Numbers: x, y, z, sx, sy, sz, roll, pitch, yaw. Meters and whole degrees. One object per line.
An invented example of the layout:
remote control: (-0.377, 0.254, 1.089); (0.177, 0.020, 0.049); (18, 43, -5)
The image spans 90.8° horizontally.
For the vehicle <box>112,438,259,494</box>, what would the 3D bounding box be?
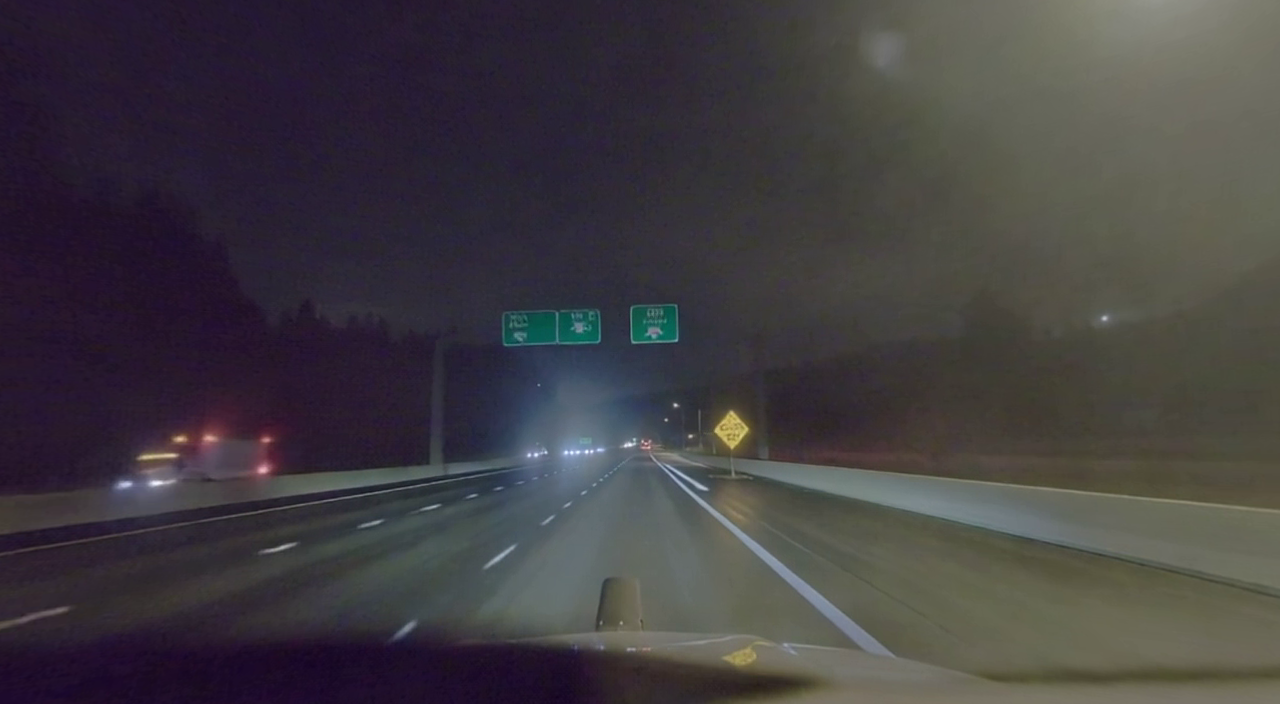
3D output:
vehicle: (-22.754, 5.700, 32.133); (2.341, 2.516, 6.817); (0, -9, 0)

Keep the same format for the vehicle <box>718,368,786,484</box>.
vehicle: (4.109, 2.859, 23.857); (1.697, 3.935, 4.195); (-2, -9, 1)
